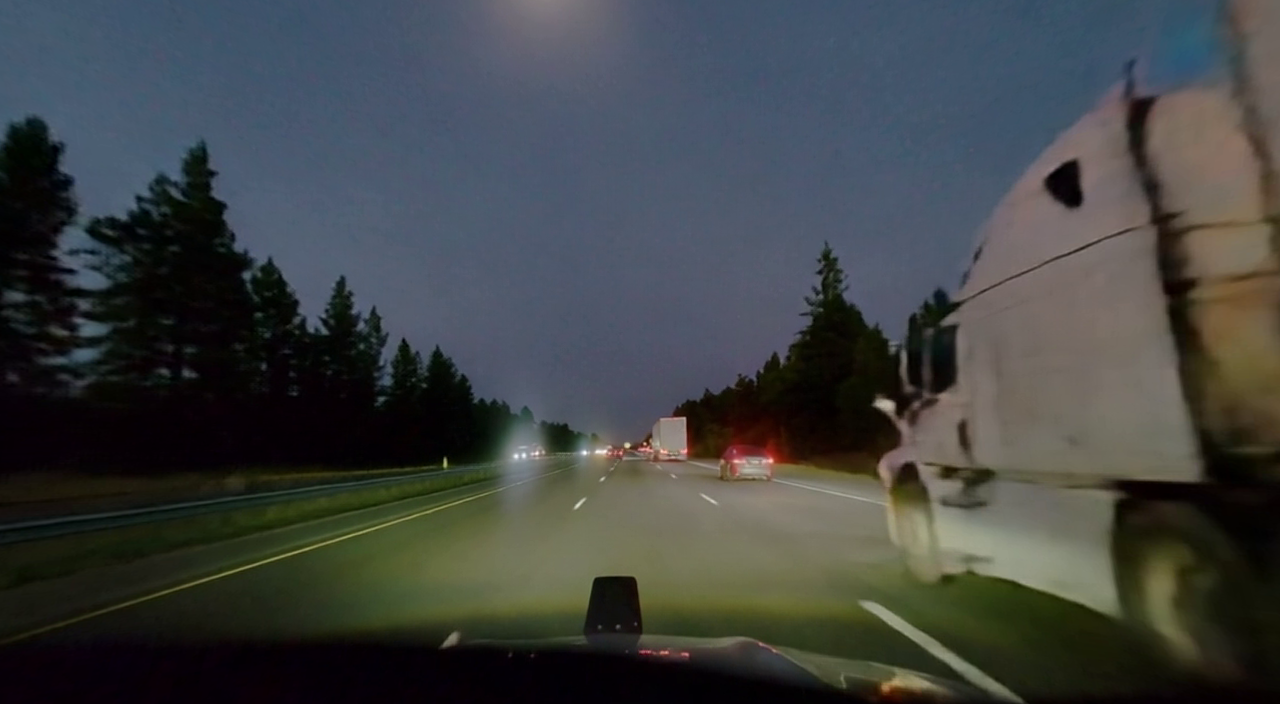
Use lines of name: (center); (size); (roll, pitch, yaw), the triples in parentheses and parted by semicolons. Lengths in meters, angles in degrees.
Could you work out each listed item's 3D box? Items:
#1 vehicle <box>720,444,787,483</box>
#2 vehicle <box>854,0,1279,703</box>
vehicle: (4.564, 4.544, 25.828); (1.910, 1.474, 3.776); (0, -9, -2)
vehicle: (3.942, -0.108, 3.607); (3.059, 3.910, 6.030); (0, -9, -1)
